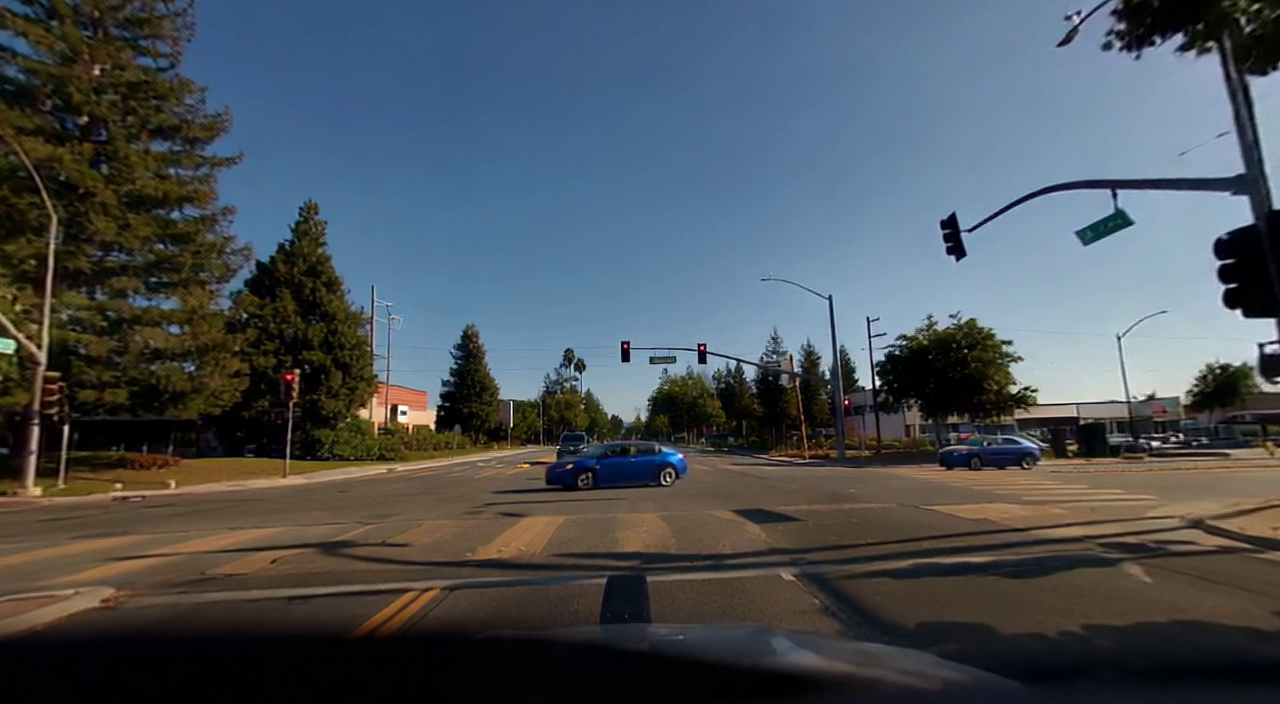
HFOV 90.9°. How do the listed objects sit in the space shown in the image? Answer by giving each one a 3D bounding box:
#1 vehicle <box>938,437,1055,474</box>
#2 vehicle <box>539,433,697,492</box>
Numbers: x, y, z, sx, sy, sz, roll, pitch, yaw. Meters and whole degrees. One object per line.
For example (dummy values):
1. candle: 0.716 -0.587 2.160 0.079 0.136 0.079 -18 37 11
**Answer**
1. vehicle: 15.409 4.447 27.248 4.377 1.523 1.877 3 -9 -19
2. vehicle: -0.508 3.128 18.273 1.864 1.482 4.528 -8 -12 44
